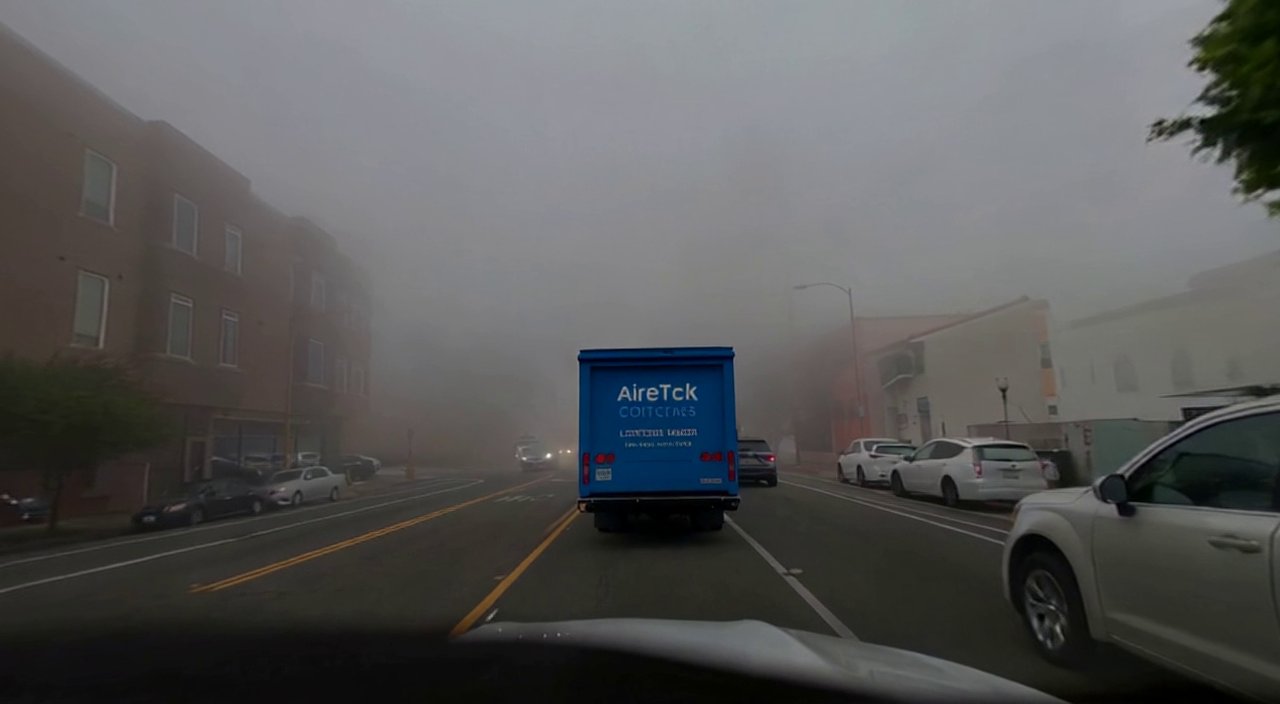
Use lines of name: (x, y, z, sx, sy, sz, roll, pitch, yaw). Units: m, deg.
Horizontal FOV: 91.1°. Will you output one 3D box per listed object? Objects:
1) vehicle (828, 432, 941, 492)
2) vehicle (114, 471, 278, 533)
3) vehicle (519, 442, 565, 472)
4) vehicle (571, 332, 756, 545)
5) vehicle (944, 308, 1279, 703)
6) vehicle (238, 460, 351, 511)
vehicle: (7.586, 3.442, 19.996, 1.946, 1.680, 4.270, 0, -9, 1)
vehicle: (-13.488, 4.540, 19.497, 1.901, 1.508, 4.405, 0, -9, -1)
vehicle: (-5.993, 6.462, 38.806, 2.046, 1.711, 4.320, 0, -9, 1)
vehicle: (0.221, 1.631, 11.787, 2.517, 2.926, 6.177, 0, -9, -2)
vehicle: (3.406, 0.785, 2.577, 2.104, 1.786, 4.498, 0, -9, 1)
vehicle: (-13.383, 5.151, 24.684, 1.943, 1.682, 4.365, 0, -9, 0)
